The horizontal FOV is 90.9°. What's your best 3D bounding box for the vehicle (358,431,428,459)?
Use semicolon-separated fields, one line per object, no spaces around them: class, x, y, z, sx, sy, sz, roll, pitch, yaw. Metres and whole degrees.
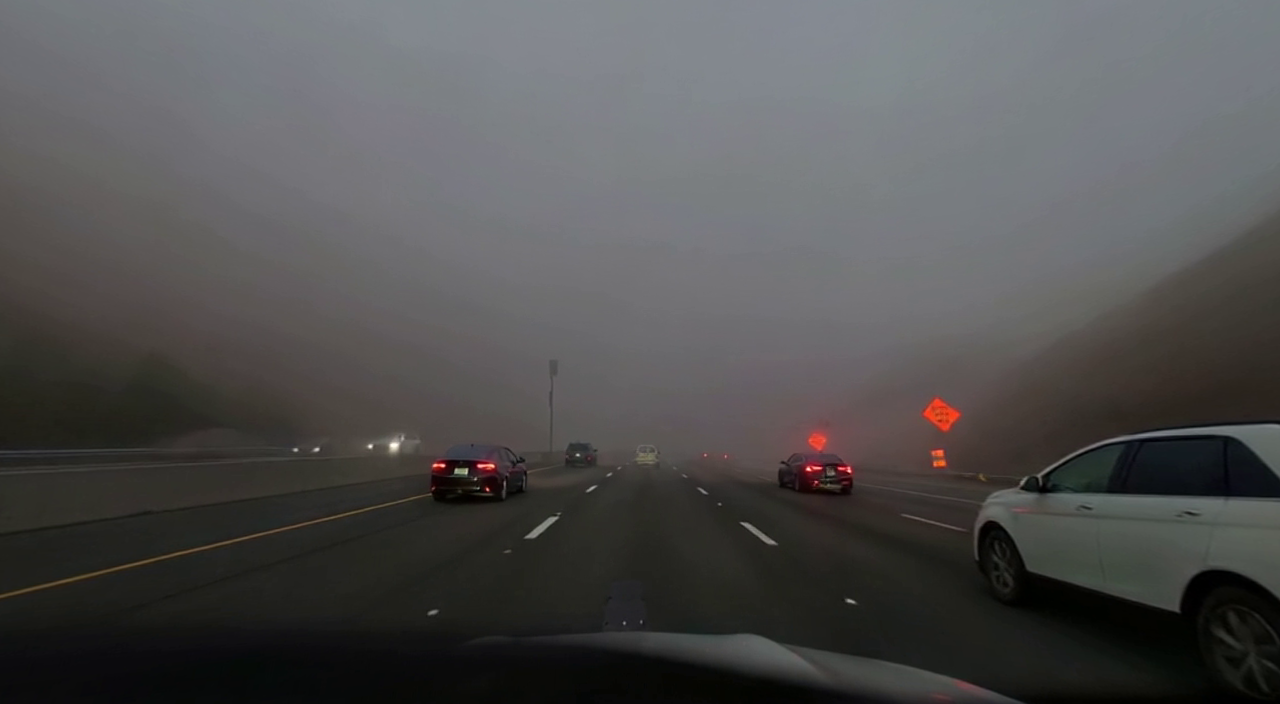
vehicle;-15.104;5.751;38.958;2.257;1.591;4.861;-1;-9;1

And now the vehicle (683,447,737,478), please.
vehicle;3.435;5.506;31.718;2.177;1.453;4.205;0;-9;-1

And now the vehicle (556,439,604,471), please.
vehicle;-3.360;5.859;36.144;2.234;1.675;4.527;-1;-9;1

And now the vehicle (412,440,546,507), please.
vehicle;-3.834;2.982;15.913;2.232;1.438;4.163;0;-9;1

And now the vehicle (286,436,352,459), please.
vehicle;-21.503;6.423;42.454;1.996;1.473;4.452;-1;-9;2

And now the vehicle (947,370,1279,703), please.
vehicle;3.835;1.007;3.380;2.018;1.670;4.658;0;-9;0

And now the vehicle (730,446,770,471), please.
vehicle;8.093;7.869;46.838;2.042;1.684;4.609;0;-9;0

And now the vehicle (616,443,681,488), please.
vehicle;0.279;4.114;23.187;2.138;1.473;4.392;0;-9;0

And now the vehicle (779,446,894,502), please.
vehicle;5.690;3.553;18.862;1.867;1.465;4.093;0;-9;-4
